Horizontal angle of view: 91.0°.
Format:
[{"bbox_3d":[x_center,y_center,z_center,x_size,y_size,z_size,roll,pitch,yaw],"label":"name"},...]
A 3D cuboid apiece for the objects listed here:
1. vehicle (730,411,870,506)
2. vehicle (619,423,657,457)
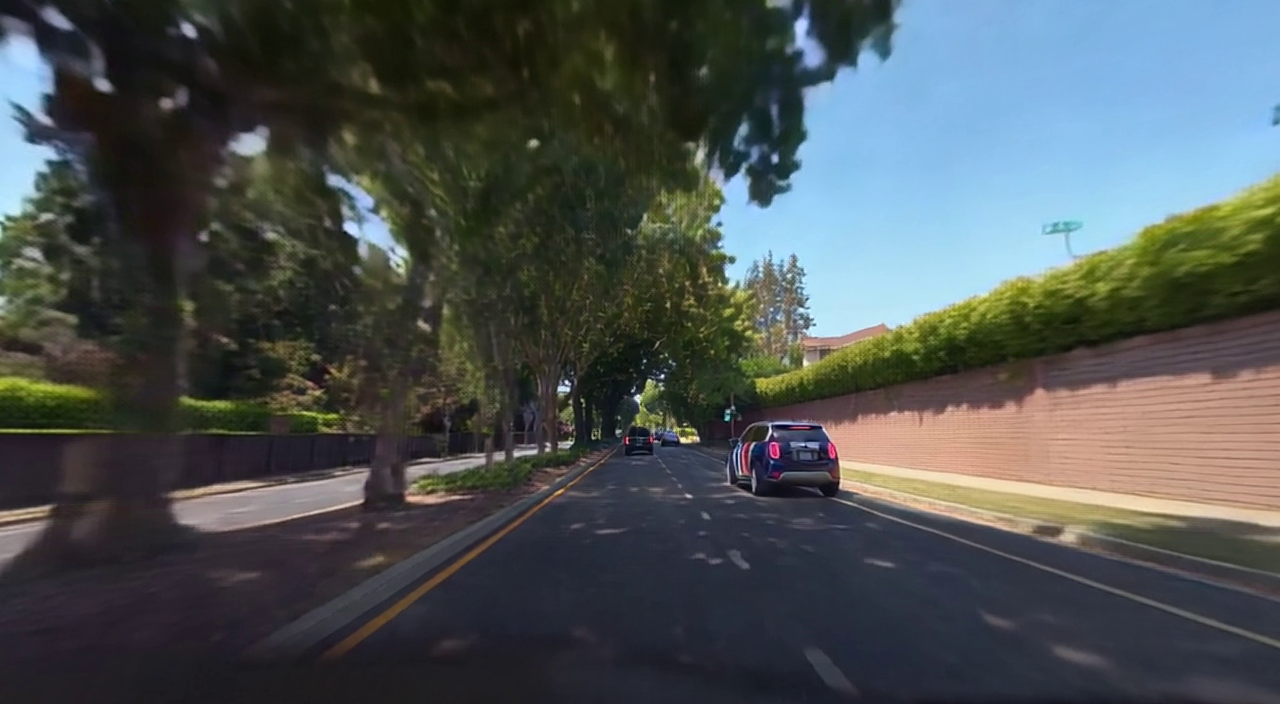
[{"bbox_3d":[3.199,2.228,13.519,1.840,1.709,4.202,0,-8,-1],"label":"vehicle"},{"bbox_3d":[-0.131,4.915,35.114,1.984,1.777,3.148,0,-8,-1],"label":"vehicle"}]
